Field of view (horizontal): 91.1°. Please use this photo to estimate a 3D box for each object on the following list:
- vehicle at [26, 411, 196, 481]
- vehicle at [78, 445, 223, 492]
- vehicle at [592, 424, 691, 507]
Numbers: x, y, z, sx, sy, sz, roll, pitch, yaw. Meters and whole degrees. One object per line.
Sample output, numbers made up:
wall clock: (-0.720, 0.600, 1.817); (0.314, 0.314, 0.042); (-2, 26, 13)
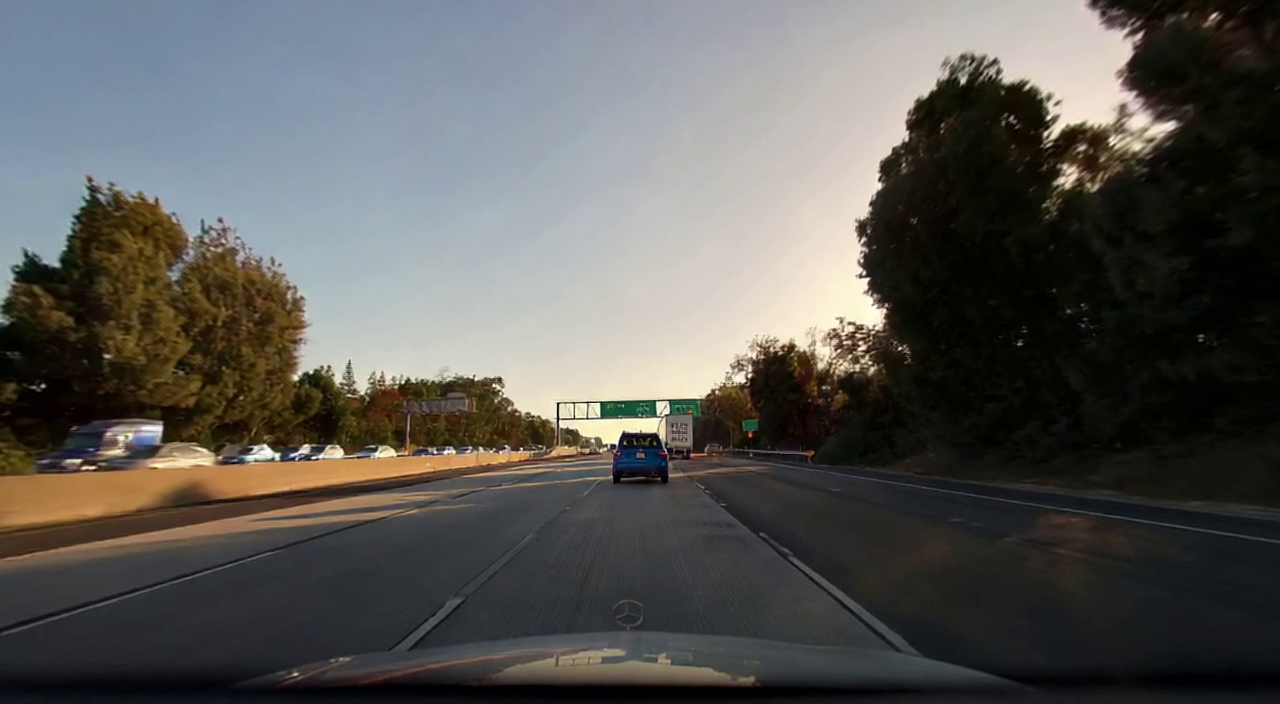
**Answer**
vehicle: (-33.112, 5.983, 39.992); (3.000, 3.951, 8.603); (0, -8, 2)
vehicle: (-18.893, 4.464, 24.563); (1.946, 1.631, 4.494); (0, -8, 1)
vehicle: (0.066, 2.687, 15.231); (2.054, 1.706, 4.201); (0, -8, 1)
